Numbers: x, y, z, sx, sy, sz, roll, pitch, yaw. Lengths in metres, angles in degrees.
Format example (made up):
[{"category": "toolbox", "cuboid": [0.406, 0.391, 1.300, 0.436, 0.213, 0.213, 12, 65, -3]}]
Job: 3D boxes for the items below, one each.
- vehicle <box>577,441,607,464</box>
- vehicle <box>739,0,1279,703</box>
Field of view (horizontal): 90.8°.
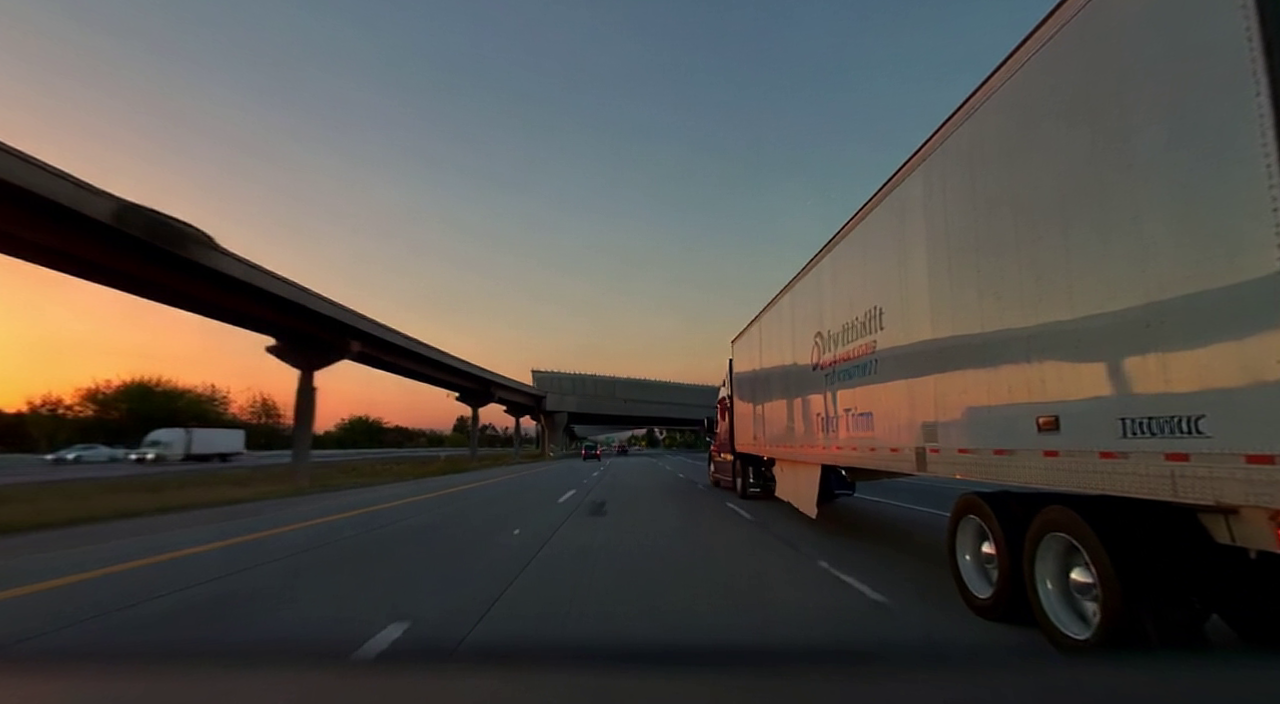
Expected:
[{"category": "vehicle", "cuboid": [-3.596, 7.611, 48.079, 2.030, 1.657, 3.926, 0, -8, -1]}, {"category": "vehicle", "cuboid": [3.908, 0.554, 9.034, 2.962, 4.132, 12.720, 0, -8, 0]}]
